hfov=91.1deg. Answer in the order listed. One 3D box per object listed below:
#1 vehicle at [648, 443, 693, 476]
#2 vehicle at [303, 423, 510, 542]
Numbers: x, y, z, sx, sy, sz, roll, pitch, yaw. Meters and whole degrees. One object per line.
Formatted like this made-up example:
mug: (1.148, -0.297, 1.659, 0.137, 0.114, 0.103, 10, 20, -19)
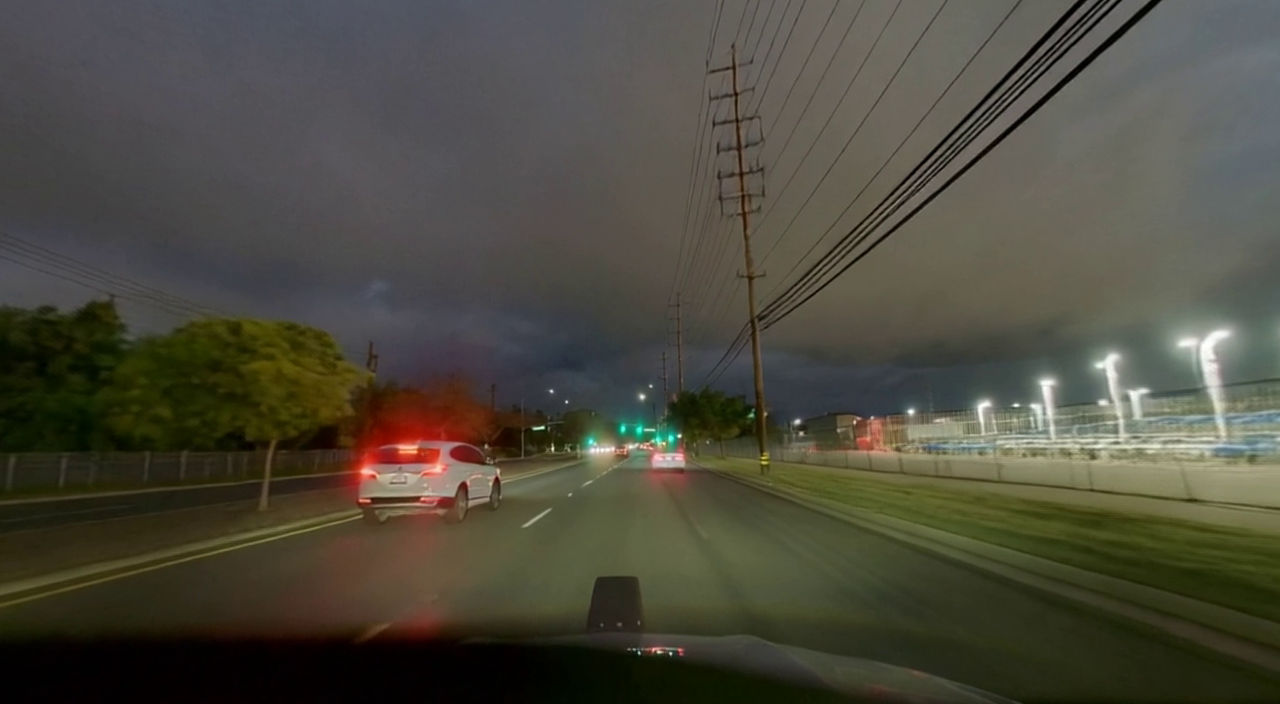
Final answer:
vehicle: (1.436, 5.282, 31.032, 2.059, 1.486, 3.980, 0, -8, 1)
vehicle: (-3.813, 2.201, 11.256, 1.950, 1.692, 4.397, 0, -8, 1)
